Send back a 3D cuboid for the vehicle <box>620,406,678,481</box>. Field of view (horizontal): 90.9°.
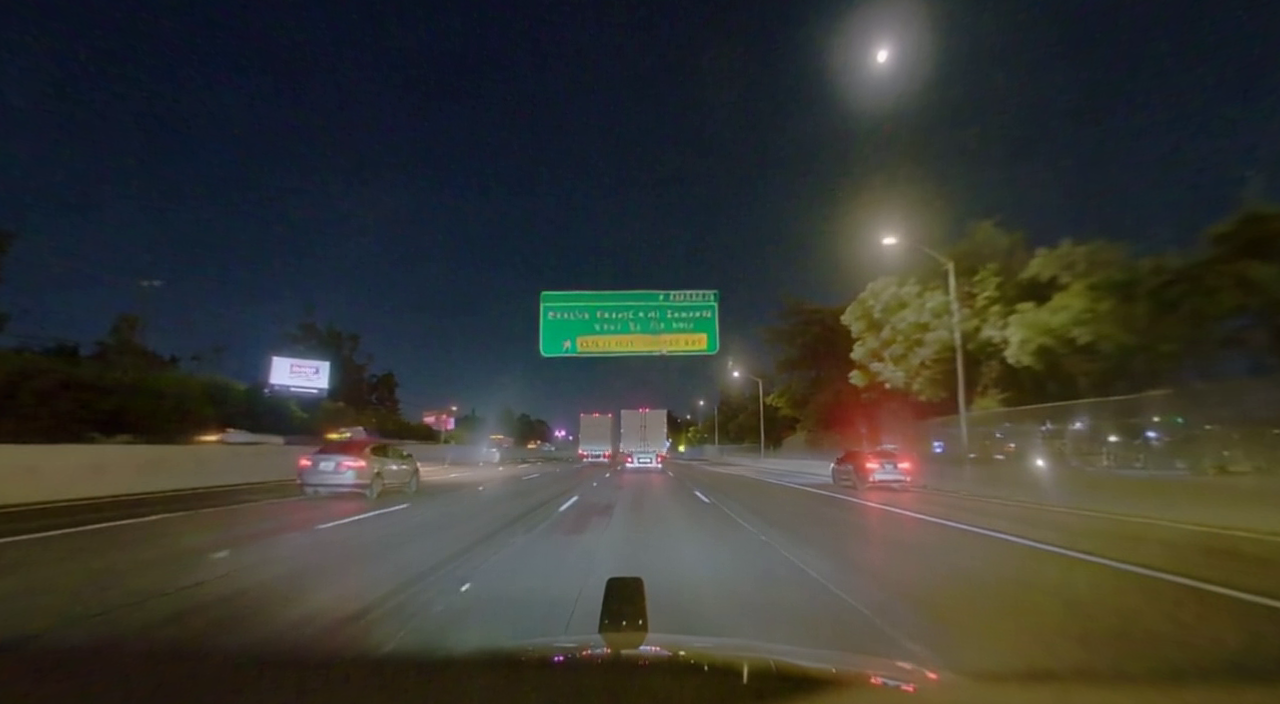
[{"bbox_3d":[0.431,5.419,39.115,3.054,3.944,11.230,0,-6,0],"label":"vehicle"}]

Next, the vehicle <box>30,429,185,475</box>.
[{"bbox_3d":[-21.953,4.146,26.357,2.287,1.689,4.740,0,-8,1],"label":"vehicle"}]

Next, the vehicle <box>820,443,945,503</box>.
[{"bbox_3d":[7.096,3.554,19.025,1.969,1.560,4.394,0,-8,-1],"label":"vehicle"}]

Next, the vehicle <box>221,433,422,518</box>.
[{"bbox_3d":[-6.729,2.638,14.084,1.992,1.547,4.673,0,-8,1],"label":"vehicle"}]
